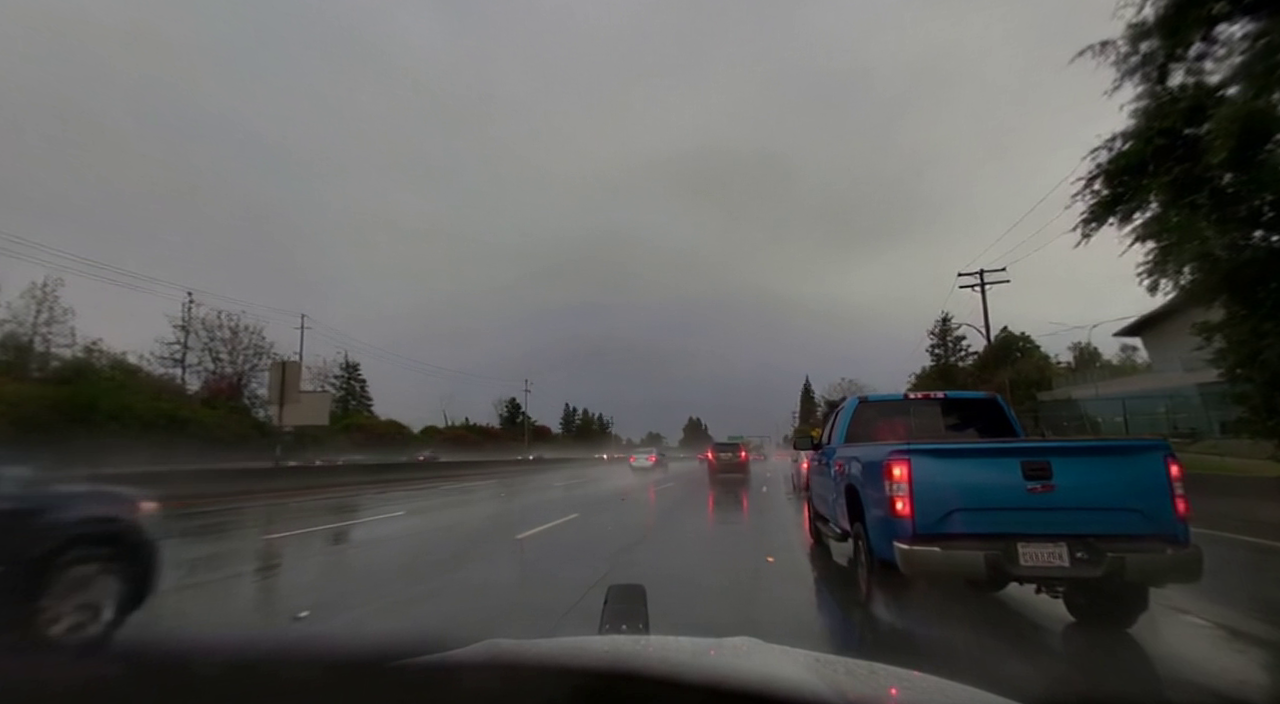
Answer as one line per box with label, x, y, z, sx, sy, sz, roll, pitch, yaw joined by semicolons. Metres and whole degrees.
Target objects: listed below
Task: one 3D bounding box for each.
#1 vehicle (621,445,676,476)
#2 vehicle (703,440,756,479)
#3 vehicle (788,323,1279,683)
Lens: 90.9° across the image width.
vehicle;0.516;5.689;33.379;2.119;1.478;4.644;-2;-8;11
vehicle;4.266;4.981;29.471;2.080;1.682;4.150;-2;-9;12
vehicle;3.363;1.379;7.277;3.024;2.092;6.797;-2;-8;12
